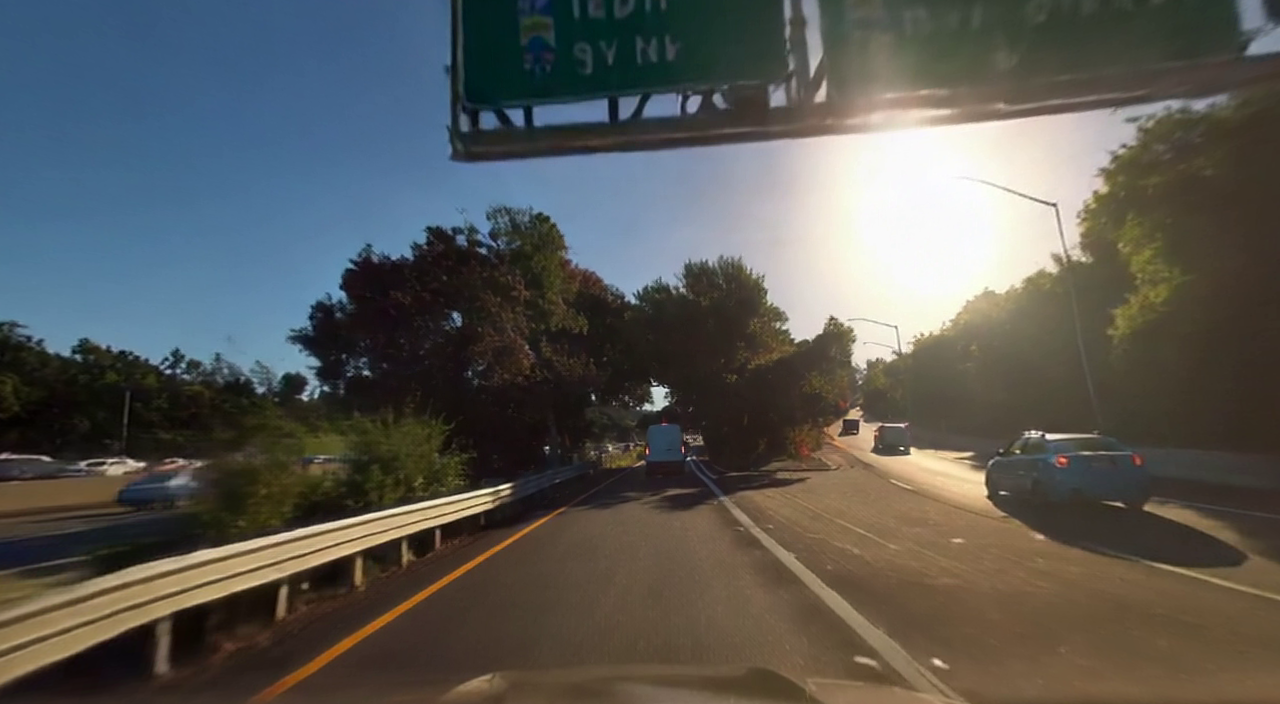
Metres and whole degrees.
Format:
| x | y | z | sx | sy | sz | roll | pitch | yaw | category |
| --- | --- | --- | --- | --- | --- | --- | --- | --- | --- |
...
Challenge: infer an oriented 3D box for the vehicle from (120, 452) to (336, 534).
| x | y | z | sx | sy | sz | roll | pitch | yaw | category |
| --- | --- | --- | --- | --- | --- | --- | --- | --- | --- |
| -9.247 | 3.142 | 14.726 | 1.896 | 1.543 | 4.429 | -1 | -8 | 3 | vehicle |

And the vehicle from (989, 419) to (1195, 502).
| x | y | z | sx | sy | sz | roll | pitch | yaw | category |
| --- | --- | --- | --- | --- | --- | --- | --- | --- | --- |
| 10.492 | 2.548 | 15.212 | 2.098 | 1.654 | 4.637 | -2 | -8 | 9 | vehicle |

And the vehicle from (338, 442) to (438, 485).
| x | y | z | sx | sy | sz | roll | pitch | yaw | category |
| --- | --- | --- | --- | --- | --- | --- | --- | --- | --- |
| -12.771 | 5.661 | 32.598 | 2.298 | 1.964 | 6.364 | -1 | -8 | 3 | vehicle |

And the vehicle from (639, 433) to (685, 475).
| x | y | z | sx | sy | sz | roll | pitch | yaw | category |
| --- | --- | --- | --- | --- | --- | --- | --- | --- | --- |
| 1.024 | 4.917 | 30.593 | 2.043 | 1.821 | 4.558 | -1 | -8 | 1 | vehicle |

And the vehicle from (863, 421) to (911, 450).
| x | y | z | sx | sy | sz | roll | pitch | yaw | category |
| --- | --- | --- | --- | --- | --- | --- | --- | --- | --- |
| 16.672 | 5.697 | 42.834 | 2.167 | 1.798 | 4.838 | -2 | -8 | 12 | vehicle |
